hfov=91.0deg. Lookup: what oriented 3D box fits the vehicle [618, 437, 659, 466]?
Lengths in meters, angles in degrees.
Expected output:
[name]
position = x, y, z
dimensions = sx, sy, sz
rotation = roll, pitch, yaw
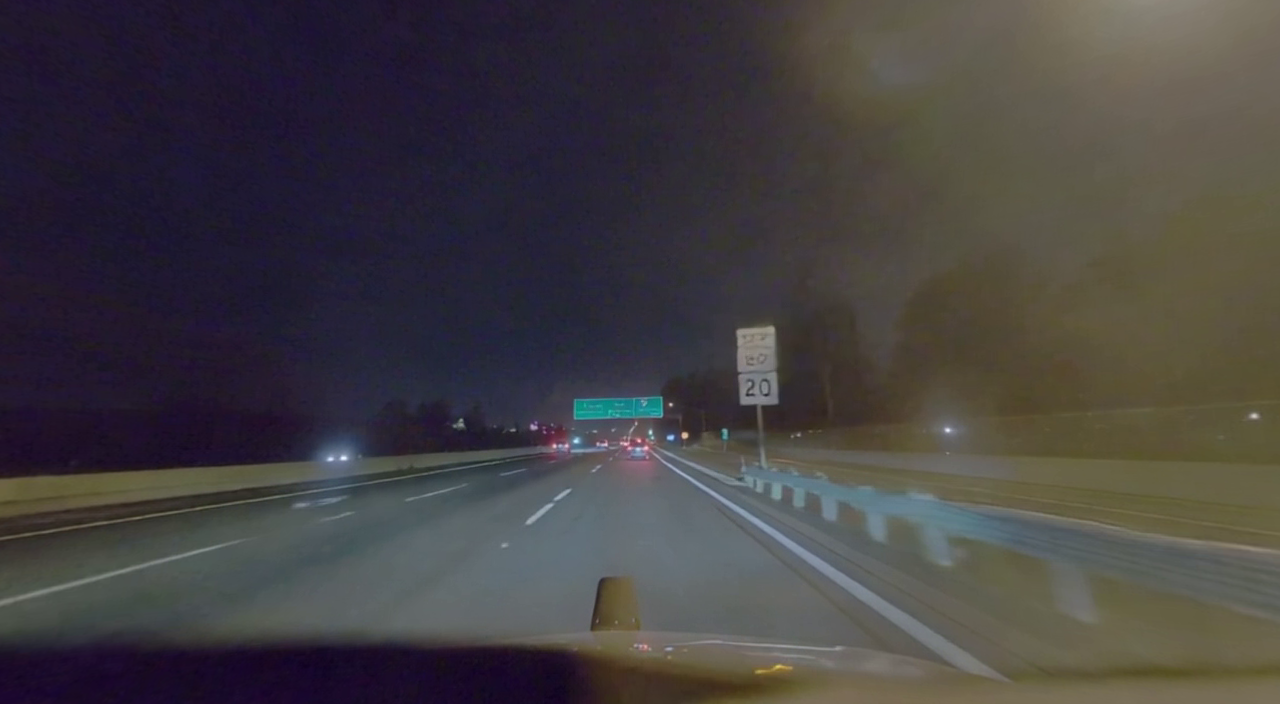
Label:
[vehicle]
position = -0.093, 5.367, 34.130
dimensions = 2.072, 1.440, 3.690
rotation = 0, -8, -1
